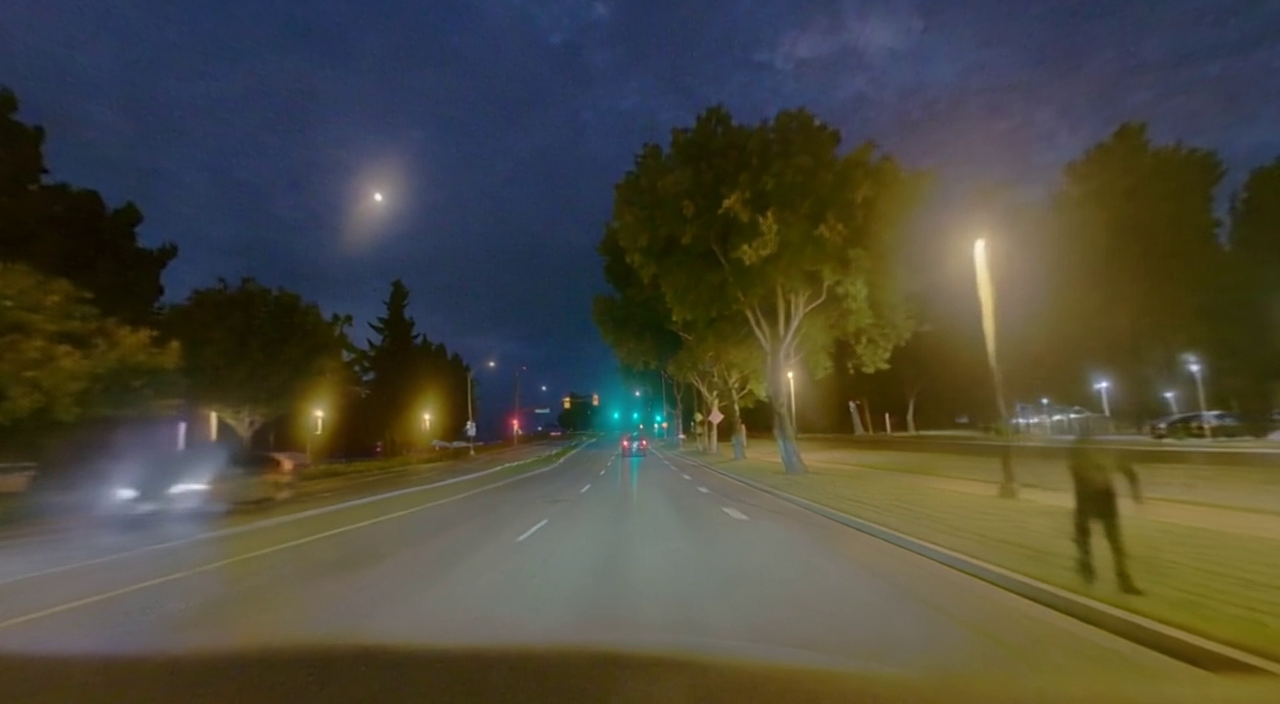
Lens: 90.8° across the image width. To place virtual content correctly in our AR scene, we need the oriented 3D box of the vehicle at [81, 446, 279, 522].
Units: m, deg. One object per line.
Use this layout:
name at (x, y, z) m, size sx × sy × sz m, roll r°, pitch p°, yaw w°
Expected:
vehicle at (-11.937, 3.400, 16.882) m, size 2.117 × 1.724 × 4.366 m, roll 0°, pitch -8°, yaw -3°

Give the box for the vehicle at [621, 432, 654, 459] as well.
vehicle at (-0.194, 6.727, 45.407) m, size 2.228 × 1.790 × 4.180 m, roll 0°, pitch -9°, yaw -1°
